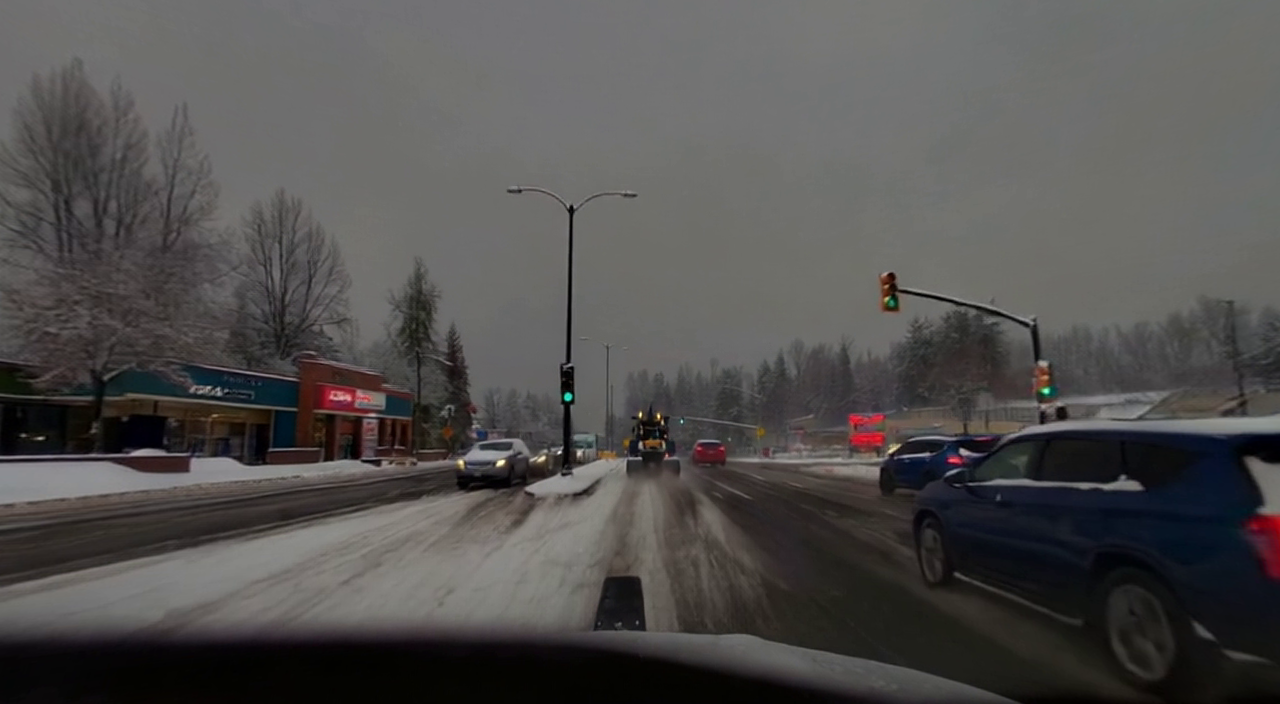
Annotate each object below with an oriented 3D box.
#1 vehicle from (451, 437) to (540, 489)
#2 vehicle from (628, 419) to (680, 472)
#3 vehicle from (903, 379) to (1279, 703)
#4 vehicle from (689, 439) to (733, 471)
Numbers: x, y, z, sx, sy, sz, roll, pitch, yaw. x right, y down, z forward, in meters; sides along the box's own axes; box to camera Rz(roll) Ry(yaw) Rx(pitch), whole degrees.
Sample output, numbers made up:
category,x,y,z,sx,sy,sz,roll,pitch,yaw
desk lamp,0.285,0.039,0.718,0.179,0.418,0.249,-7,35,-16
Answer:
category,x,y,z,sx,sy,sz,roll,pitch,yaw
vehicle,-4.633,3.610,20.916,2.001,1.518,4.316,0,-8,-1
vehicle,0.663,4.854,32.931,2.370,2.518,3.858,-1,-7,-3
vehicle,3.602,1.156,4.151,2.025,1.618,3.949,0,-8,0
vehicle,4.072,5.942,36.720,2.025,1.754,4.311,0,-8,-1
